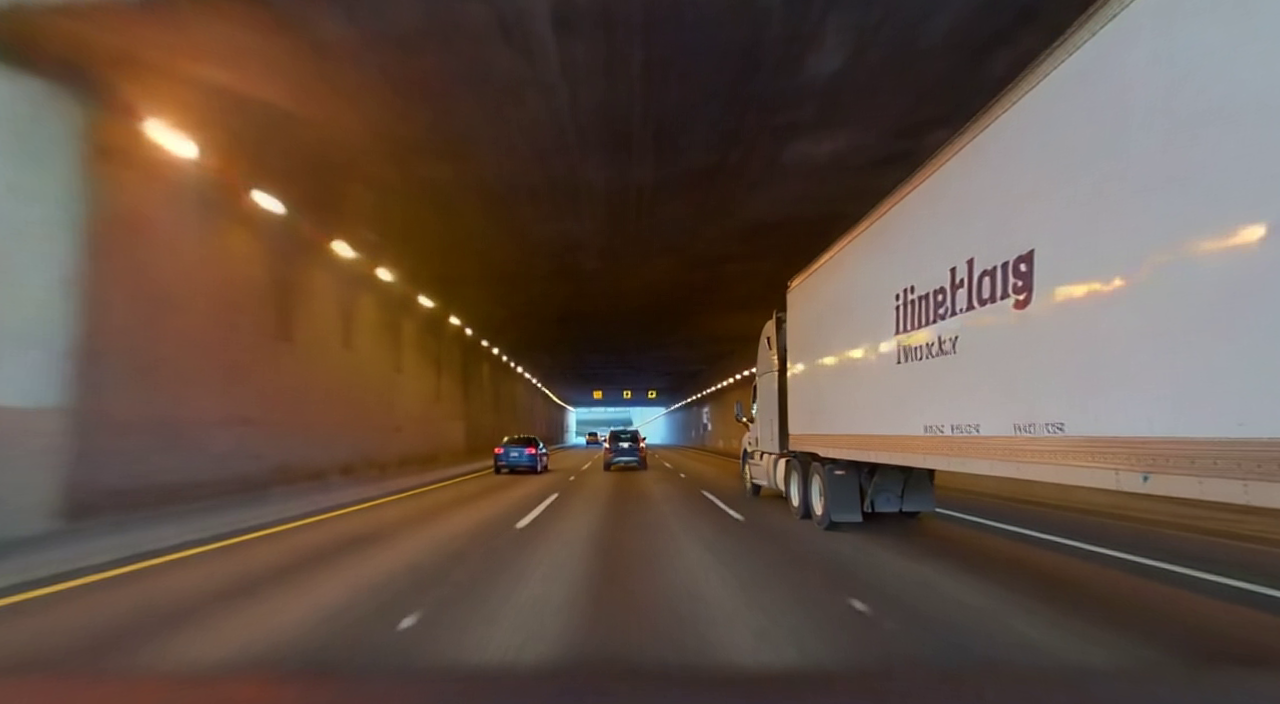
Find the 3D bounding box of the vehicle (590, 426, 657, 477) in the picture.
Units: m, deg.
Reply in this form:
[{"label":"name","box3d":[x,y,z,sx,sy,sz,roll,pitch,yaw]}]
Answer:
[{"label":"vehicle","box3d":[-0.546,3.403,21.814,2.094,1.600,3.666,0,-8,-1]}]

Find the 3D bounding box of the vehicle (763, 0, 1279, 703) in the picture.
[{"label":"vehicle","box3d":[3.882,-0.040,4.767,2.842,4.108,14.081,0,-8,-1]}]

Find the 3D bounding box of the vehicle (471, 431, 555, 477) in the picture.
[{"label":"vehicle","box3d":[-4.271,3.507,21.991,2.019,1.435,4.317,0,-8,0]}]
